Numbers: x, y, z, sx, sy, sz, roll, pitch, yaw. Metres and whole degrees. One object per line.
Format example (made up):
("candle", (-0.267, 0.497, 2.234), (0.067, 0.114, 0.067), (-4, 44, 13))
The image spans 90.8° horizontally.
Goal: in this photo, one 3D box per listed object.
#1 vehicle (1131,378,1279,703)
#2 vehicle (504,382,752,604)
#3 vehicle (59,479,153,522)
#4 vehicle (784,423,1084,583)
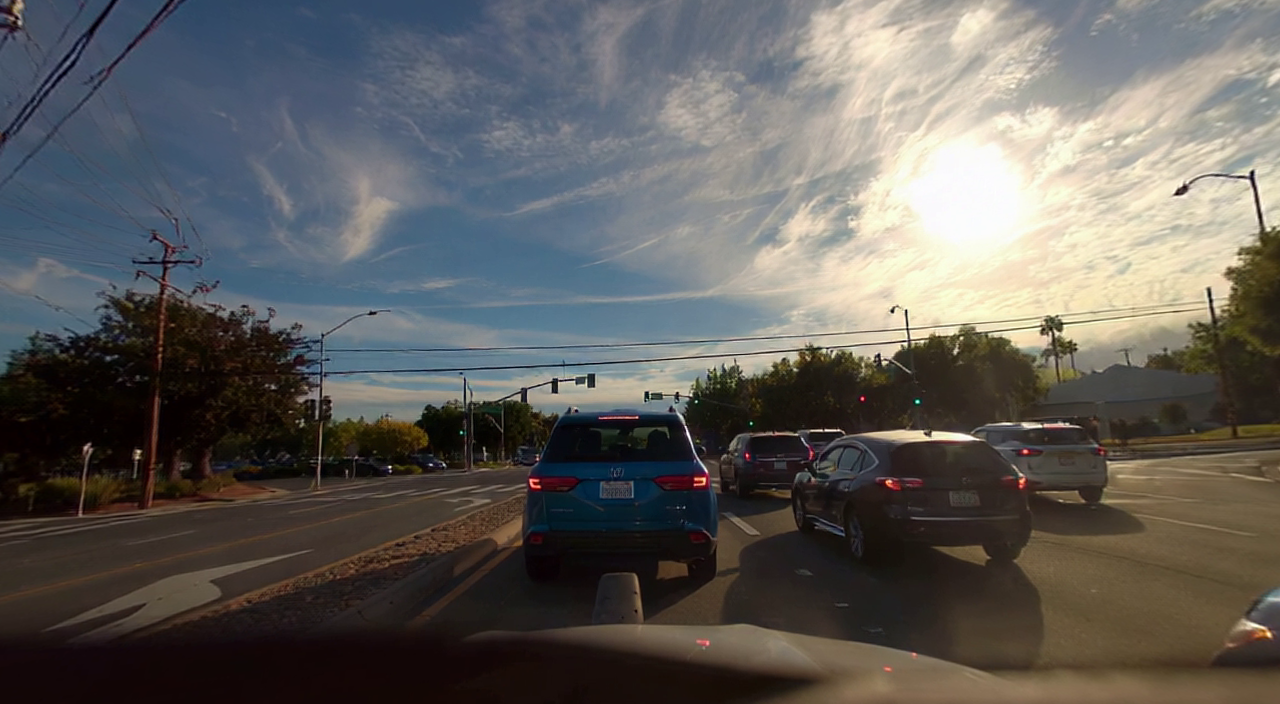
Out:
("vehicle", (3.275, 0.628, 0.756), (1.889, 1.517, 4.308), (0, -9, 0))
("vehicle", (-0.142, 1.585, 7.922), (2.231, 1.998, 4.254), (0, -9, -1))
("vehicle", (-26.341, 7.328, 31.151), (4.526, 1.715, 1.989), (-11, -13, 29))
("vehicle", (3.457, 1.844, 8.584), (1.880, 1.579, 4.401), (0, -9, -1))
